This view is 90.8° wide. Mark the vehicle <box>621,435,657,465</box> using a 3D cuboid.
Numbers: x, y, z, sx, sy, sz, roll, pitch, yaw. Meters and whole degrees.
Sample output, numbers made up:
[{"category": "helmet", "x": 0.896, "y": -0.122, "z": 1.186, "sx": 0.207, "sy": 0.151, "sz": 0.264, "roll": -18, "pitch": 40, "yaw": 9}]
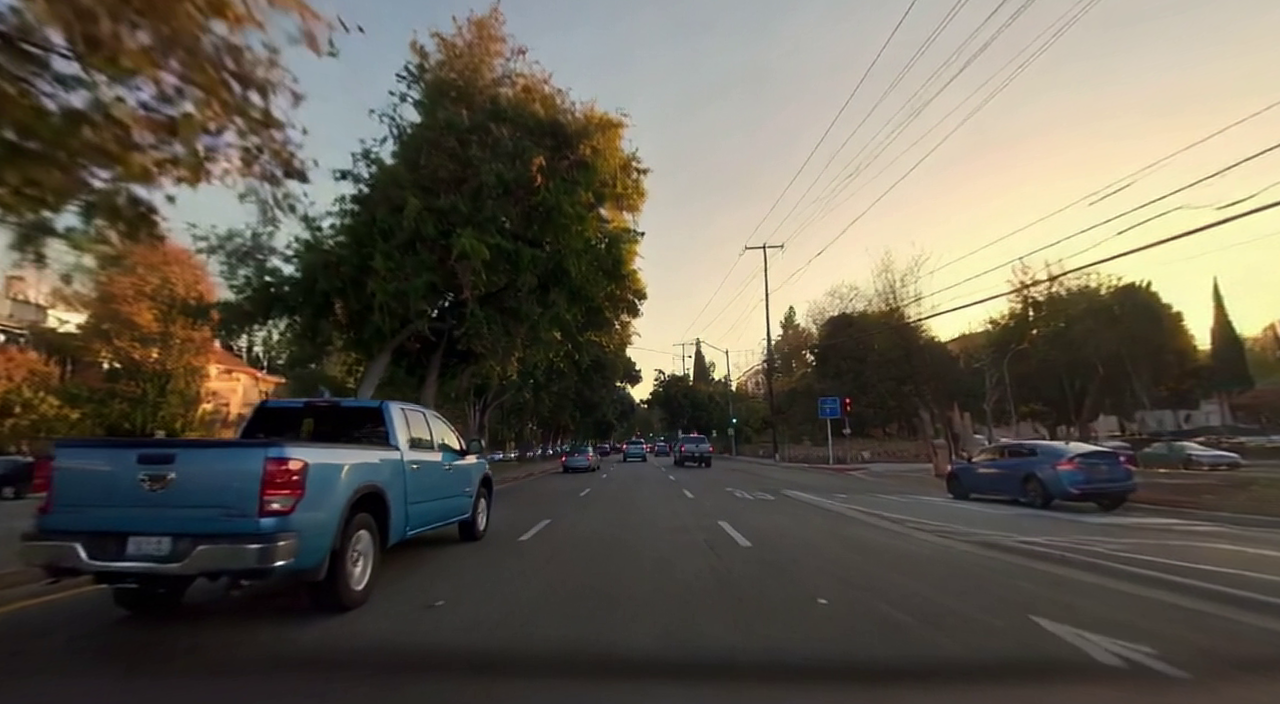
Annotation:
[{"category": "vehicle", "x": -0.103, "y": 7.538, "z": 48.655, "sx": 2.643, "sy": 2.145, "sz": 5.585, "roll": 0, "pitch": -9, "yaw": 0}]

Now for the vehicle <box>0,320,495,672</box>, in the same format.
[{"category": "vehicle", "x": -3.562, "y": 1.329, "z": 7.025, "sx": 2.402, "sy": 2.194, "sz": 6.051, "roll": 0, "pitch": -9, "yaw": 0}]

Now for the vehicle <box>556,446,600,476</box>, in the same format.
[{"category": "vehicle", "x": -3.227, "y": 5.736, "z": 33.494, "sx": 1.939, "sy": 1.494, "sz": 4.499, "roll": 0, "pitch": -9, "yaw": -1}]

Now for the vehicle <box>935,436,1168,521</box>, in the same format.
[{"category": "vehicle", "x": 9.152, "y": 2.807, "z": 14.603, "sx": 2.010, "sy": 1.633, "sz": 4.246, "roll": 1, "pitch": -9, "yaw": -11}]

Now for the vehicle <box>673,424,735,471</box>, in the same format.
[{"category": "vehicle", "x": 3.953, "y": 6.175, "z": 40.854, "sx": 2.905, "sy": 2.636, "sz": 6.895, "roll": -2, "pitch": -9, "yaw": -3}]

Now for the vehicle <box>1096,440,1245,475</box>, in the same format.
[{"category": "vehicle", "x": 23.556, "y": 4.694, "z": 28.324, "sx": 1.973, "sy": 1.436, "sz": 4.626, "roll": 3, "pitch": -9, "yaw": -19}]
